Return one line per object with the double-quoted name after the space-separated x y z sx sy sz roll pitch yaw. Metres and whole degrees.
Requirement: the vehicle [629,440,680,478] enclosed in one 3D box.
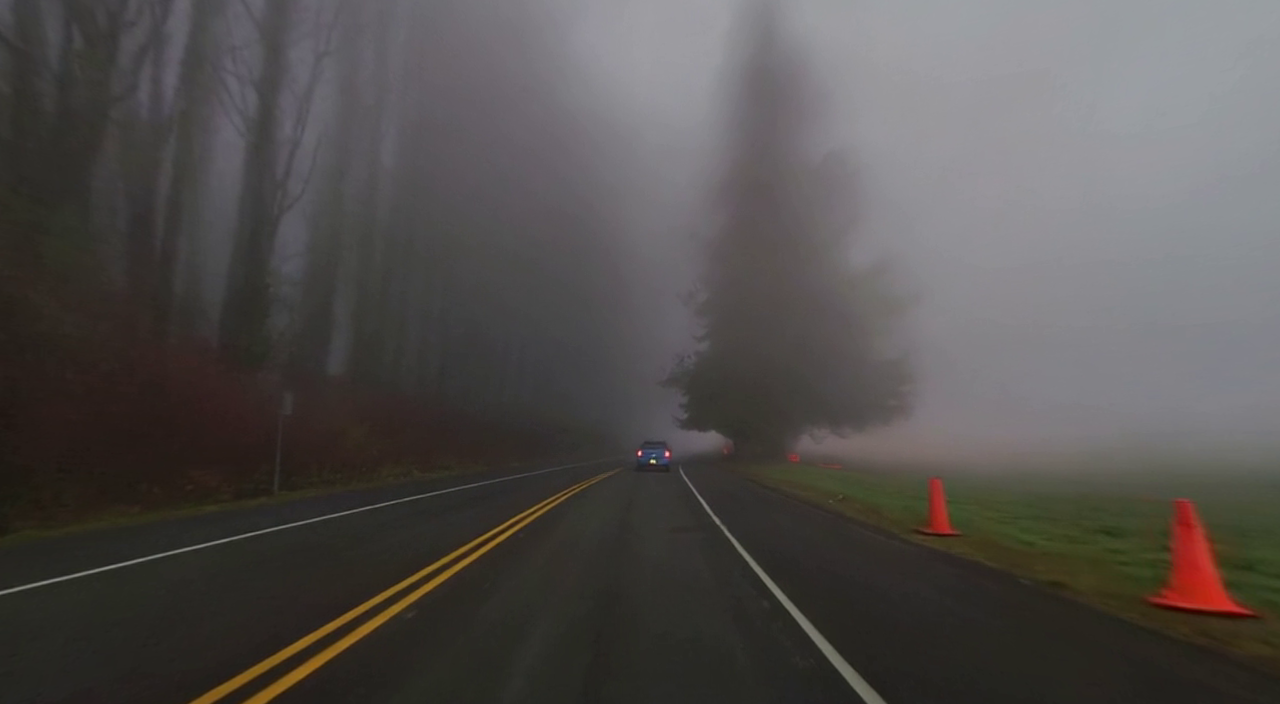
0.660 4.552 27.103 2.042 1.489 3.963 0 -9 2 "vehicle"
